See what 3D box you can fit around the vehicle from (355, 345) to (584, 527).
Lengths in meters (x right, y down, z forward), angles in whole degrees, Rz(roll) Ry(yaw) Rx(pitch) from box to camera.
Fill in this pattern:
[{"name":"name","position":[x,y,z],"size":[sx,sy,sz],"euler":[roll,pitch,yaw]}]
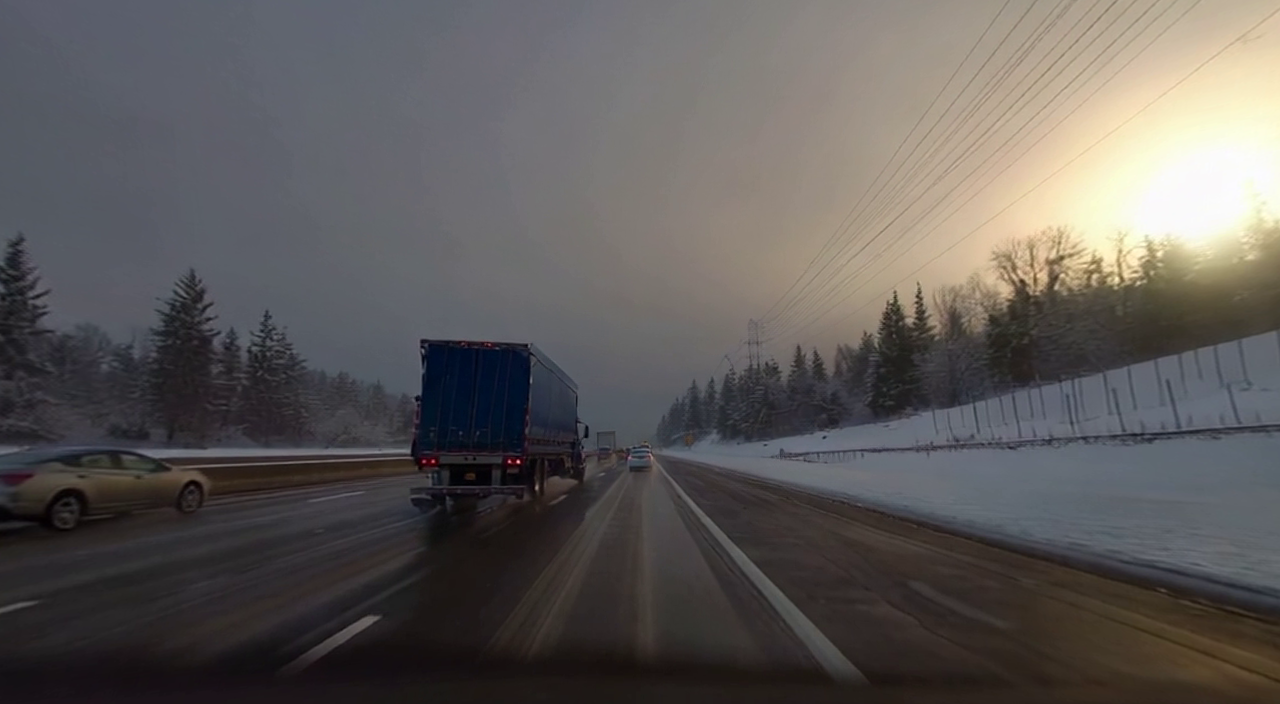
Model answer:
[{"name":"vehicle","position":[-3.447,2.170,15.866],"size":[3.023,3.246,9.102],"euler":[0,-9,1]}]

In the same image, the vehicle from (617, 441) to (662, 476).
[{"name":"vehicle","position":[-0.016,5.454,32.476],"size":[2.178,1.640,4.071],"euler":[0,-9,0]}]

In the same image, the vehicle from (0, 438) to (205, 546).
[{"name":"vehicle","position":[-10.107,2.290,10.863],"size":[1.951,1.523,4.486],"euler":[0,-9,0]}]
